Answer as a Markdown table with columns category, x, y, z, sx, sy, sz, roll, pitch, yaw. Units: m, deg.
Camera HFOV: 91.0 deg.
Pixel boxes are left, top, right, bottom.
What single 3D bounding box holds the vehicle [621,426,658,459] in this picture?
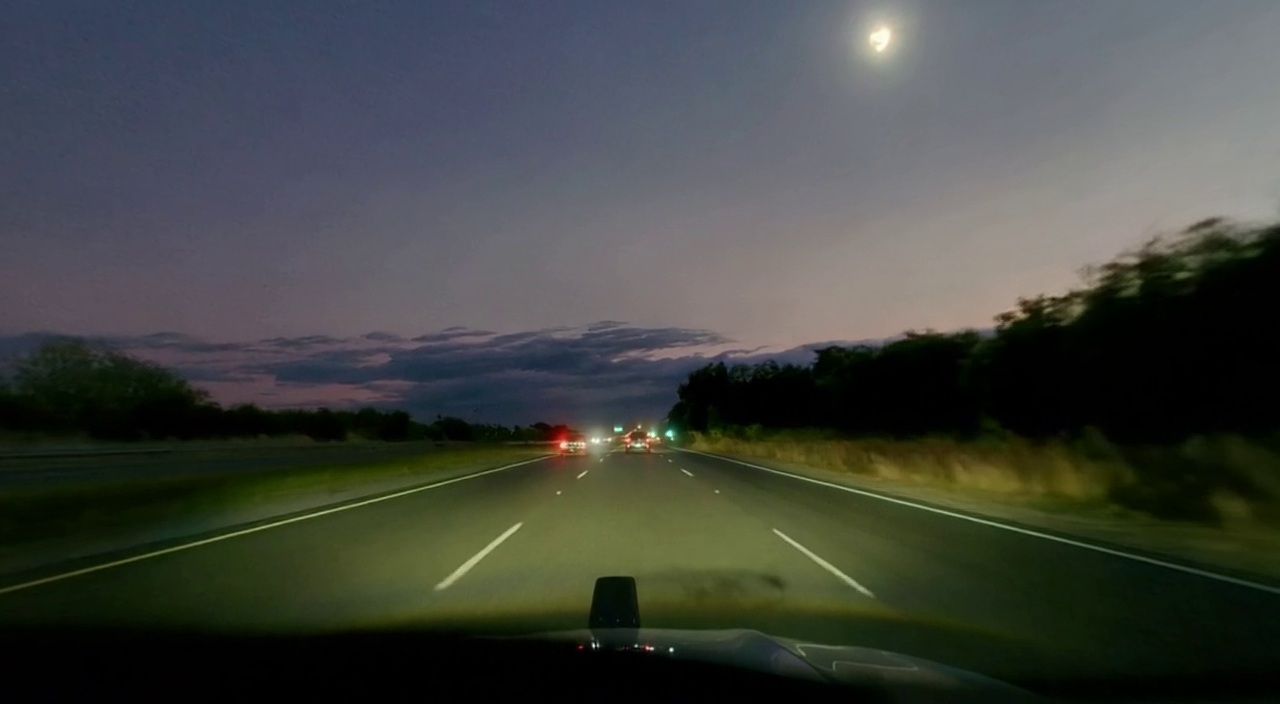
| category | x | y | z | sx | sy | sz | roll | pitch | yaw |
| --- | --- | --- | --- | --- | --- | --- | --- | --- | --- |
| vehicle | -0.104 | 5.775 | 40.233 | 2.223 | 1.957 | 4.416 | 0 | -8 | -2 |

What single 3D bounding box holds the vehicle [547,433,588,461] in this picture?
| category | x | y | z | sx | sy | sz | roll | pitch | yaw |
| --- | --- | --- | --- | --- | --- | --- | --- | --- | --- |
| vehicle | -4.279 | 5.719 | 37.958 | 2.062 | 1.567 | 4.117 | 0 | -8 | -1 |
